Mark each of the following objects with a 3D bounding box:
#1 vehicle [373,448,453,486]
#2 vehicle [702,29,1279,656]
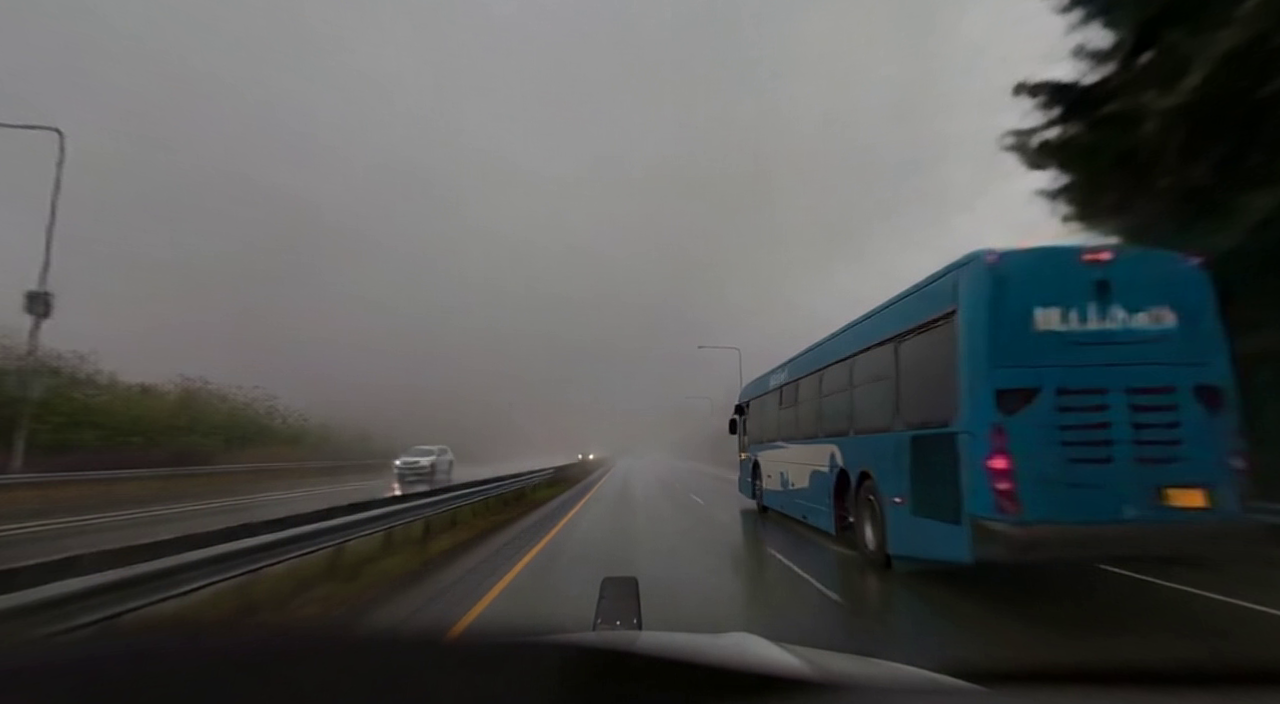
[{"bbox_3d":[-9.592,4.871,26.891,1.872,1.461,4.227,0,-9,0],"label":"vehicle"},{"bbox_3d":[3.606,0.845,11.085,3.277,4.084,14.213,0,-9,-1],"label":"vehicle"}]
